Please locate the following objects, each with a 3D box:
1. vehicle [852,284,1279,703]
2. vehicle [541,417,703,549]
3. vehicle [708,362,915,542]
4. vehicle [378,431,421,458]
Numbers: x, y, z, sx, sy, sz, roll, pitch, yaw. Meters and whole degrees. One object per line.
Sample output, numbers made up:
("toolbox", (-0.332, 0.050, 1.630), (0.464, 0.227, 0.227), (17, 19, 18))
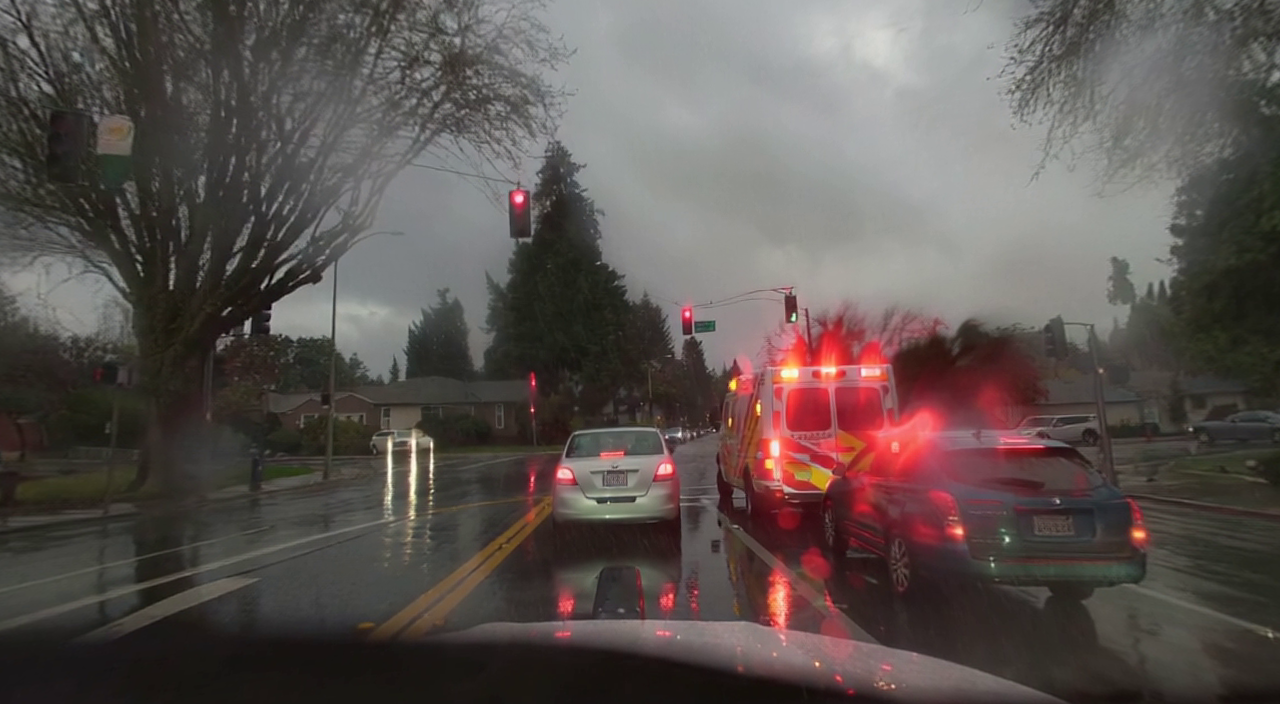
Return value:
("vehicle", (2.857, 0.891, 2.837), (2.194, 1.820, 4.652), (0, -8, 0))
("vehicle", (-0.269, 1.984, 10.183), (2.114, 1.707, 3.725), (0, -8, -1))
("vehicle", (2.886, 1.896, 12.357), (2.406, 2.687, 5.521), (0, -8, 0))
("vehicle", (-17.735, 6.880, 46.861), (2.246, 1.880, 4.454), (1, -8, -12))
